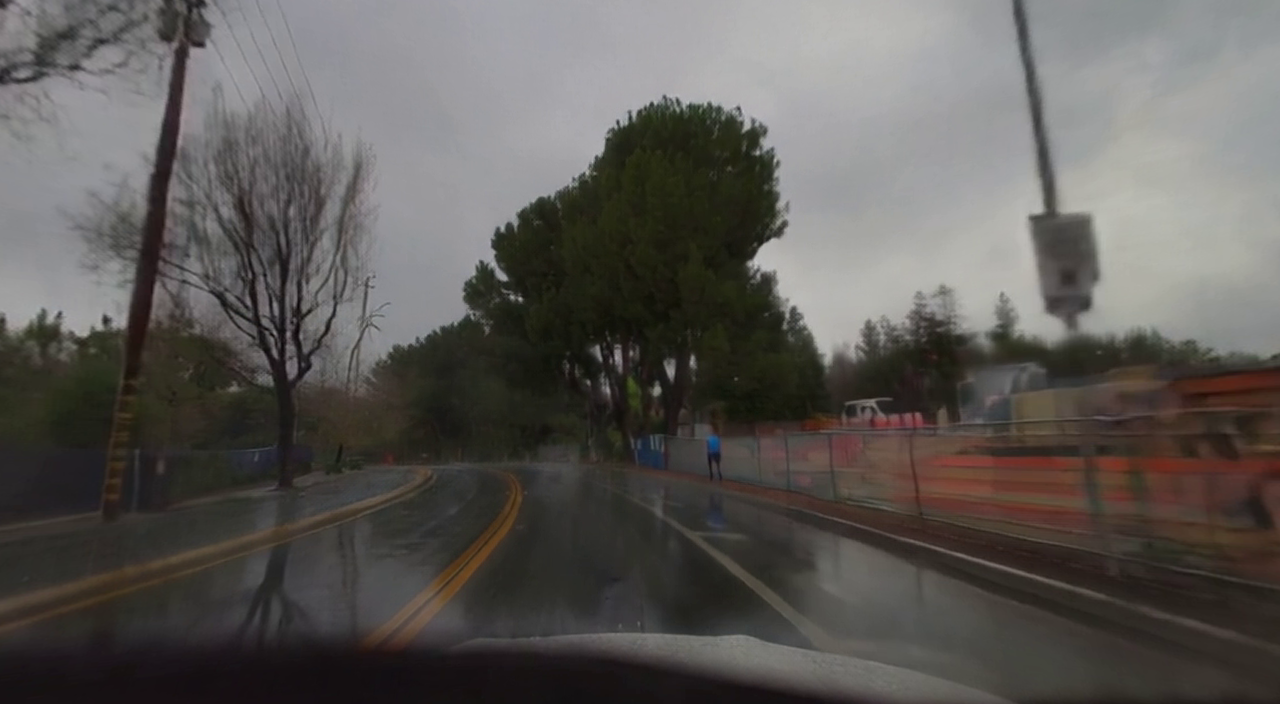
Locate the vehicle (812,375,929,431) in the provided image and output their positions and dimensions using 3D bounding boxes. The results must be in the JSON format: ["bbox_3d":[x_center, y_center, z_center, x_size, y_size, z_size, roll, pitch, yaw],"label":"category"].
[{"bbox_3d":[9.542,2.149,26.155,4.180,1.880,2.028,7,-8,-20],"label":"vehicle"}]

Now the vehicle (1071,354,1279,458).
[{"bbox_3d":[9.760,0.997,10.907,3.451,1.504,1.652,3,-10,-4],"label":"vehicle"}]

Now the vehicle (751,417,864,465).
[{"bbox_3d":[8.317,4.405,31.364,5.021,1.930,2.119,-1,-9,-25],"label":"vehicle"}]

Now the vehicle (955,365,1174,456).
[{"bbox_3d":[9.135,1.345,13.785,3.674,1.559,1.775,5,-10,-7],"label":"vehicle"}]
